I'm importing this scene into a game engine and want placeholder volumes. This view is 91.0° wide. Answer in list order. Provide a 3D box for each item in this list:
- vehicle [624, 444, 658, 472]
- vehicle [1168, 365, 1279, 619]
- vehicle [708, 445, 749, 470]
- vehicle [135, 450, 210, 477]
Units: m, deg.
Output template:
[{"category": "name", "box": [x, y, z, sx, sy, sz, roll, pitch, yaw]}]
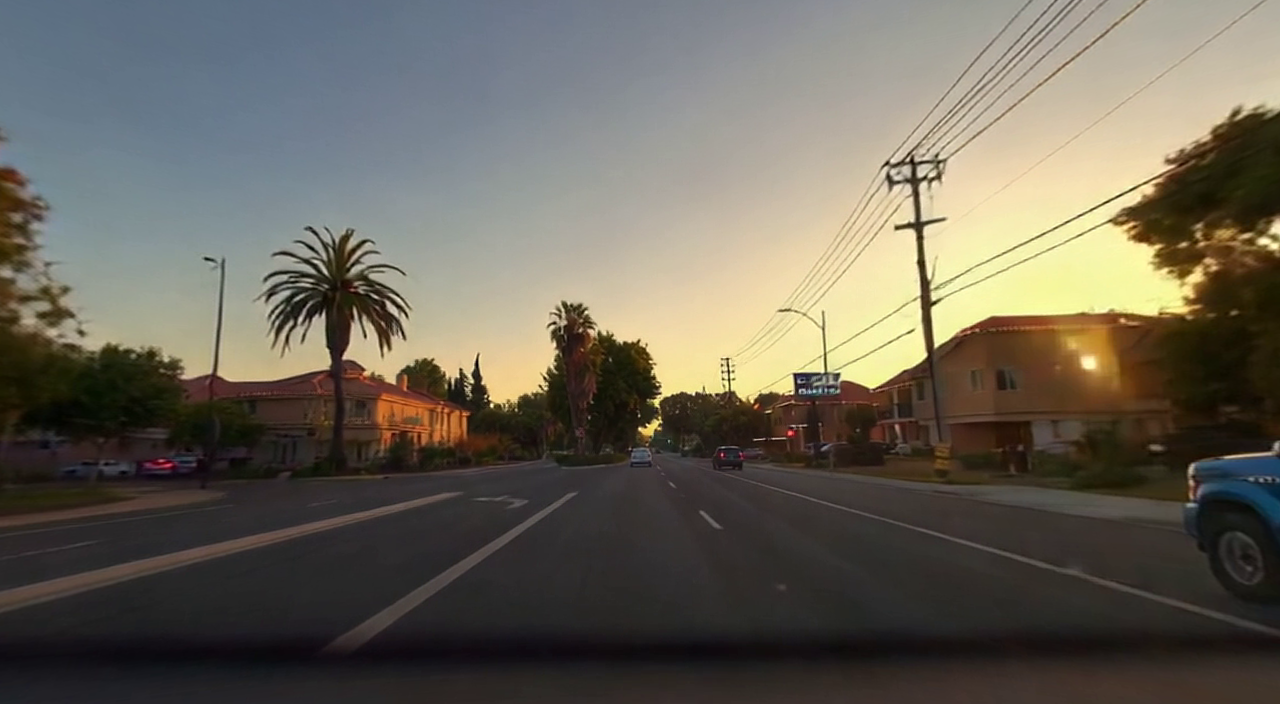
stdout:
[{"category": "vehicle", "box": [0.059, 6.979, 41.512, 2.138, 1.702, 4.168, 0, -9, 0]}, {"category": "vehicle", "box": [5.953, 0.846, 3.409, 2.355, 1.889, 4.392, 0, -9, 1]}, {"category": "vehicle", "box": [6.292, 7.576, 45.468, 2.252, 1.718, 4.617, 0, -9, 0]}, {"category": "vehicle", "box": [-34.934, 8.320, 47.229, 1.888, 1.754, 4.488, -5, -9, 7]}]
